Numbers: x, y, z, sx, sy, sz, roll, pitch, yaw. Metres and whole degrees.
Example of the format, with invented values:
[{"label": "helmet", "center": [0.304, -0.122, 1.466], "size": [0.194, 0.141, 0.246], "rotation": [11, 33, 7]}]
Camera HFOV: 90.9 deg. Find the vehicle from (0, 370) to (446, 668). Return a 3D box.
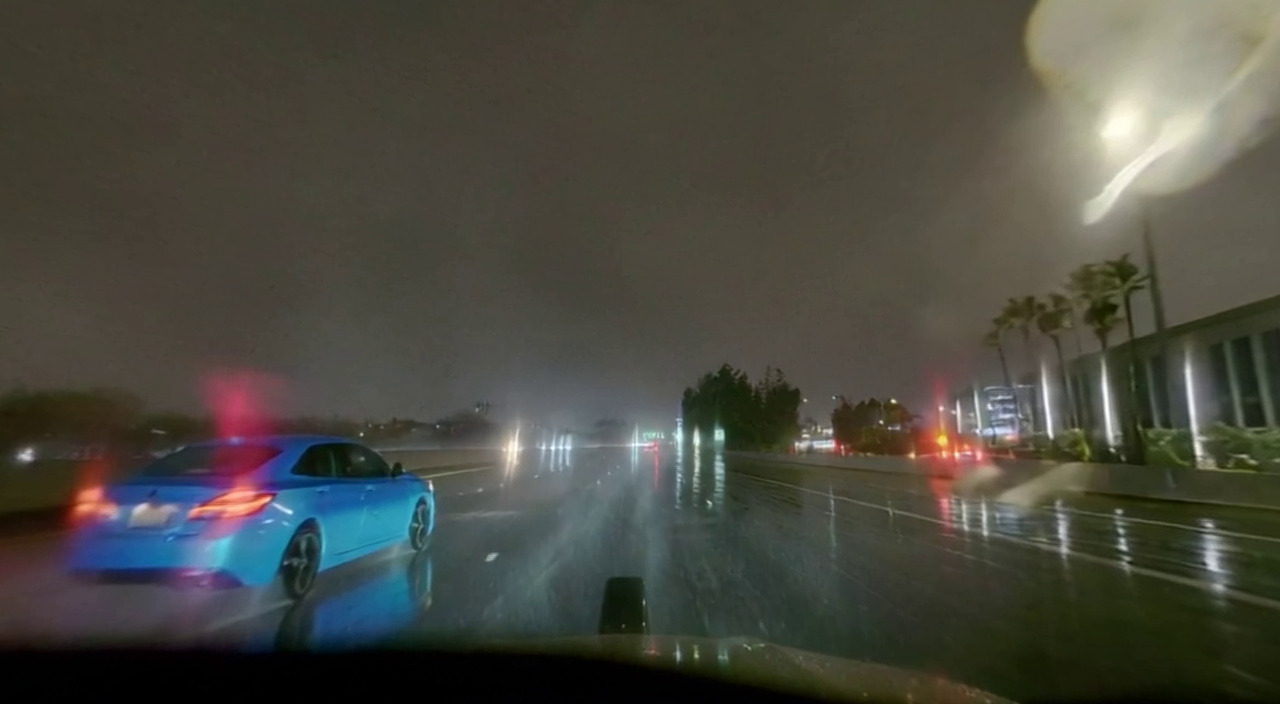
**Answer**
[{"label": "vehicle", "center": [-3.829, 1.361, 6.286], "size": [2.145, 1.793, 4.762], "rotation": [-1, -8, 2]}]
